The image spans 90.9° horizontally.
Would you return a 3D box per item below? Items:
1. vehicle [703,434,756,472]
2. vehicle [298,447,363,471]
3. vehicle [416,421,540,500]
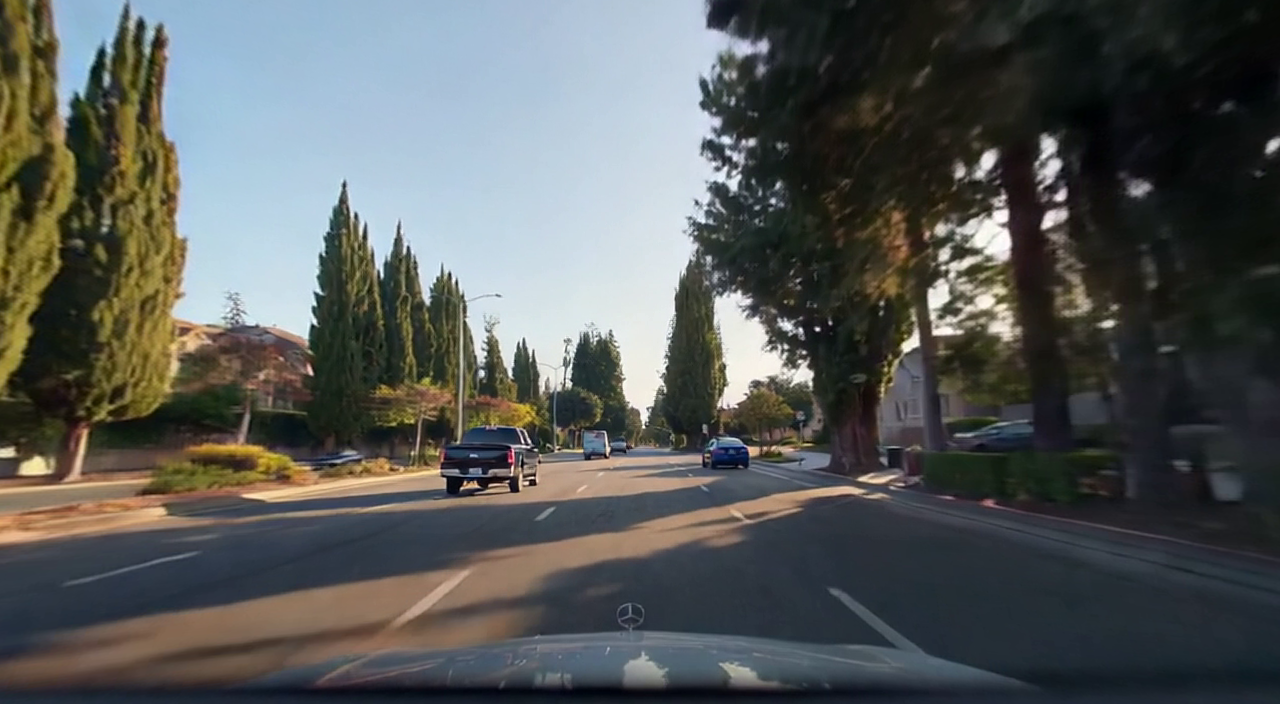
[{"bbox_3d":[4.327,4.936,31.031,2.016,1.736,4.356,0,-8,1],"label":"vehicle"},{"bbox_3d":[-20.374,7.044,41.686,1.939,1.475,4.491,0,-8,1],"label":"vehicle"},{"bbox_3d":[-4.020,2.798,16.585,2.002,1.747,4.728,0,-8,0],"label":"vehicle"}]
